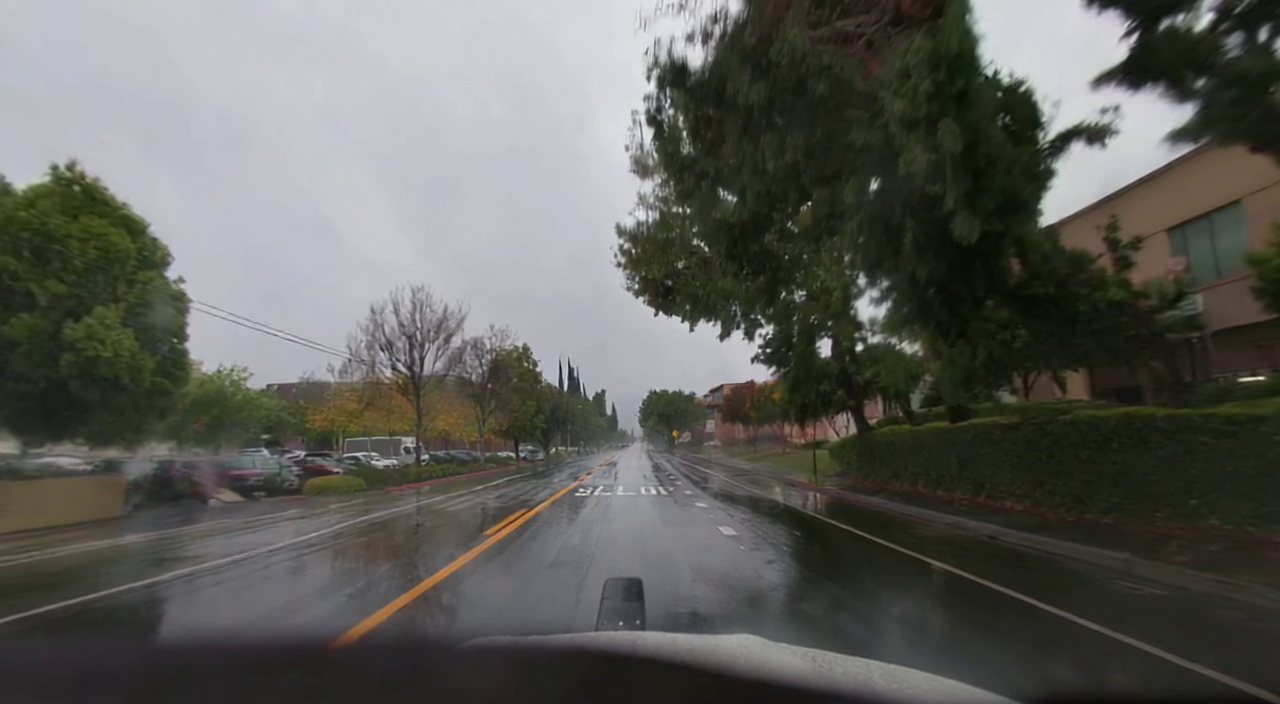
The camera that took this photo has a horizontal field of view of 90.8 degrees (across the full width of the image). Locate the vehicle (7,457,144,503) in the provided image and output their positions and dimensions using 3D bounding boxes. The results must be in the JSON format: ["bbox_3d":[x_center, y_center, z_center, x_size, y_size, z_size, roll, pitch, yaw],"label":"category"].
[{"bbox_3d":[-24.292,5.483,27.468,1.959,1.697,4.633,1,-9,-6],"label":"vehicle"}]

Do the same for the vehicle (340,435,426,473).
[{"bbox_3d":[-19.483,7.706,47.867,5.971,2.749,2.293,-4,-9,22],"label":"vehicle"}]

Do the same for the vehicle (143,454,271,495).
[{"bbox_3d":[-19.298,5.414,28.205,4.752,1.690,1.990,-3,-9,16],"label":"vehicle"}]
